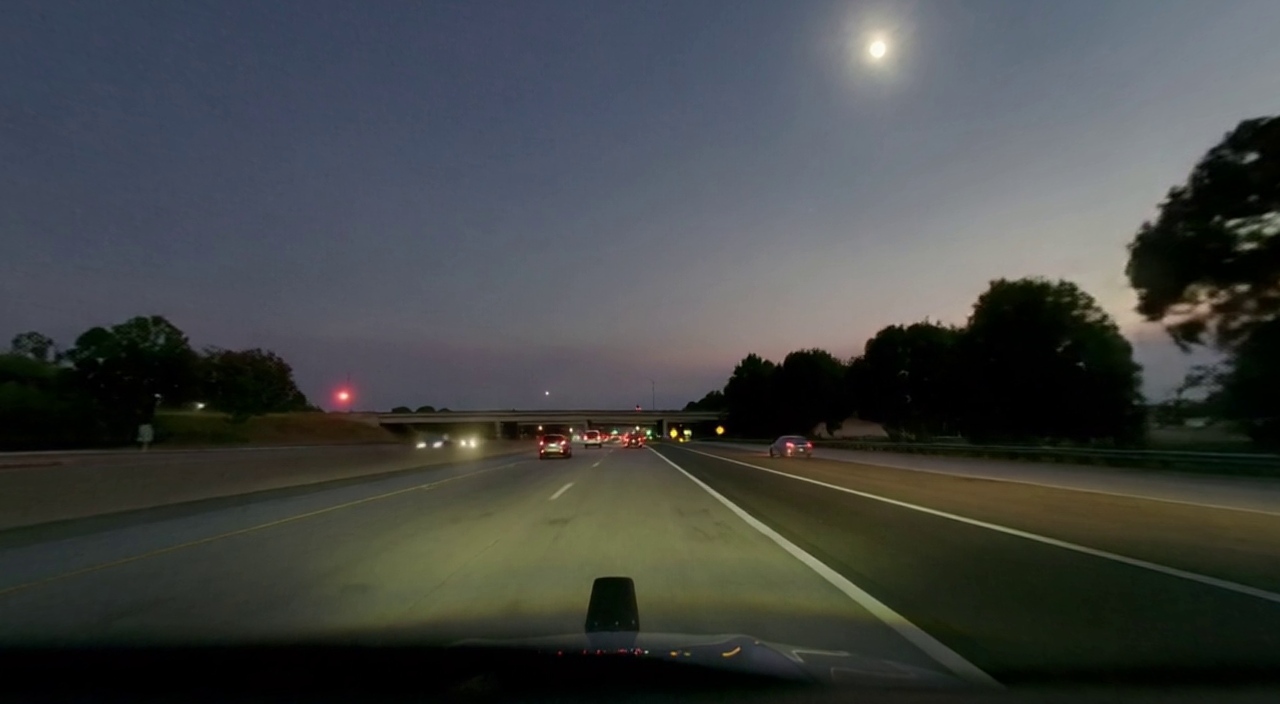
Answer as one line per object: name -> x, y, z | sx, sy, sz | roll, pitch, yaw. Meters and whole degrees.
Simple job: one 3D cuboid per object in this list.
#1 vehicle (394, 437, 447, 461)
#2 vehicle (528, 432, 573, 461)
vehicle -> -13.852, 6.111, 40.005 | 1.851, 1.451, 4.277 | 0, -8, -1
vehicle -> -4.892, 5.231, 35.011 | 1.933, 1.473, 4.023 | 0, -8, 0
